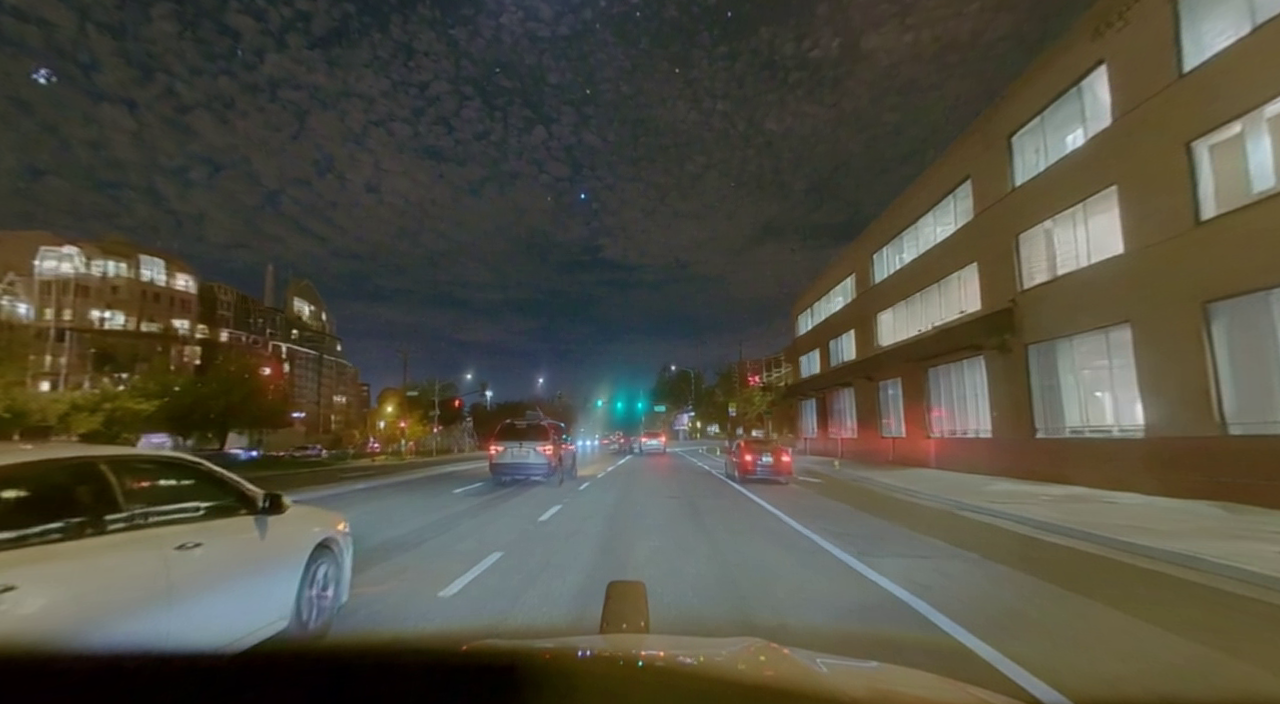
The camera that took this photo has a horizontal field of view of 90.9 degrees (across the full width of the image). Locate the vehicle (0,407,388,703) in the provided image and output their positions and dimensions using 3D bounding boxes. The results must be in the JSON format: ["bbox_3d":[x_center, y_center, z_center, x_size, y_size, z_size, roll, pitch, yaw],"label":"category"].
[{"bbox_3d":[-2.849,0.960,2.464,1.959,1.406,4.272,0,-8,0],"label":"vehicle"}]

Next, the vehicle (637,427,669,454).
[{"bbox_3d":[0.902,6.287,44.922,2.194,1.779,3.996,-1,-8,0],"label":"vehicle"}]

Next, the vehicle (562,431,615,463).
[{"bbox_3d":[-2.508,4.736,31.580,2.246,1.481,4.146,-1,-8,1],"label":"vehicle"}]

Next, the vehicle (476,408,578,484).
[{"bbox_3d":[-3.250,2.815,19.147,2.152,1.987,4.527,-1,-8,1],"label":"vehicle"}]
